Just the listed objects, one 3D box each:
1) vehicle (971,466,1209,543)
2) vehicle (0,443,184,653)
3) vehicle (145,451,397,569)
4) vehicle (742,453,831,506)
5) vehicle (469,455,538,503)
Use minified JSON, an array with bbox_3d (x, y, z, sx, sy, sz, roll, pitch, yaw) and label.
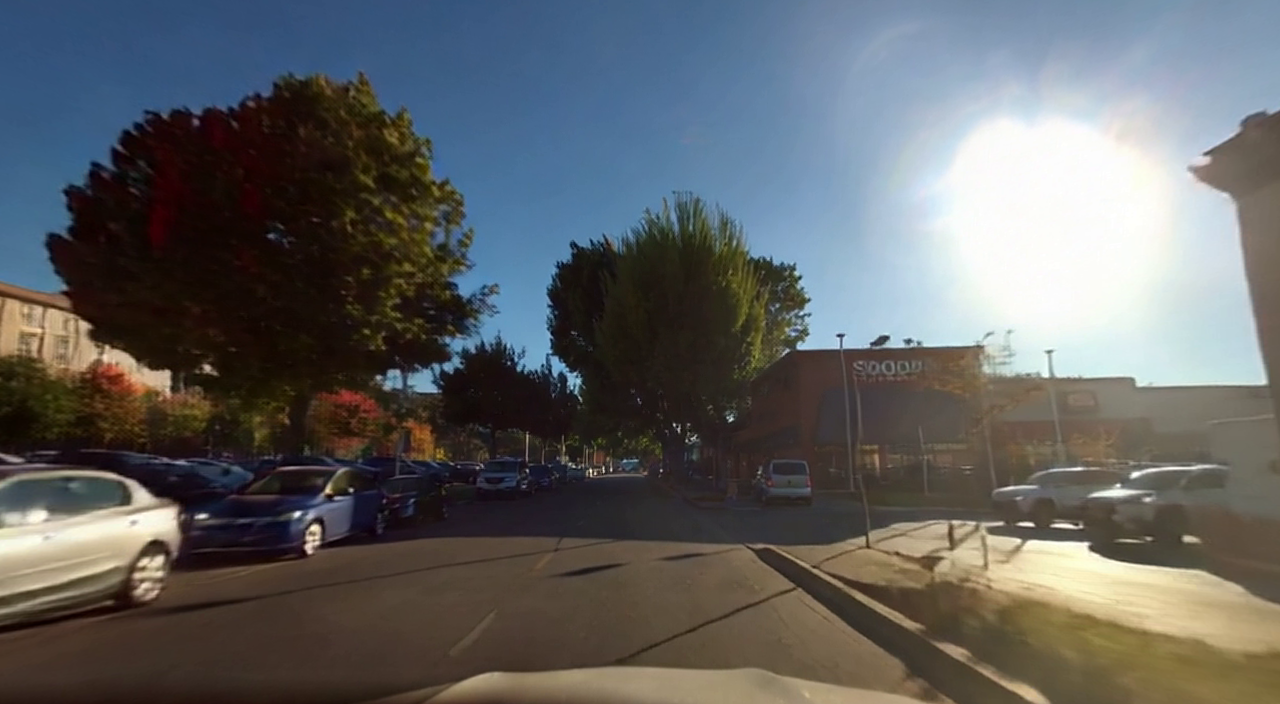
[{"bbox_3d":[10.121,3.462,14.785,1.926,1.469,4.654,2,-11,-4],"label":"vehicle"},{"bbox_3d":[-5.783,1.466,4.669,1.820,1.578,4.043,1,-11,-2],"label":"vehicle"},{"bbox_3d":[-6.065,2.647,11.118,1.957,1.634,4.164,1,-11,-1],"label":"vehicle"},{"bbox_3d":[5.442,4.836,24.065,2.054,1.779,4.650,1,-11,-3],"label":"vehicle"},{"bbox_3d":[-6.260,5.922,29.604,2.196,2.001,5.548,1,-11,-3],"label":"vehicle"}]
